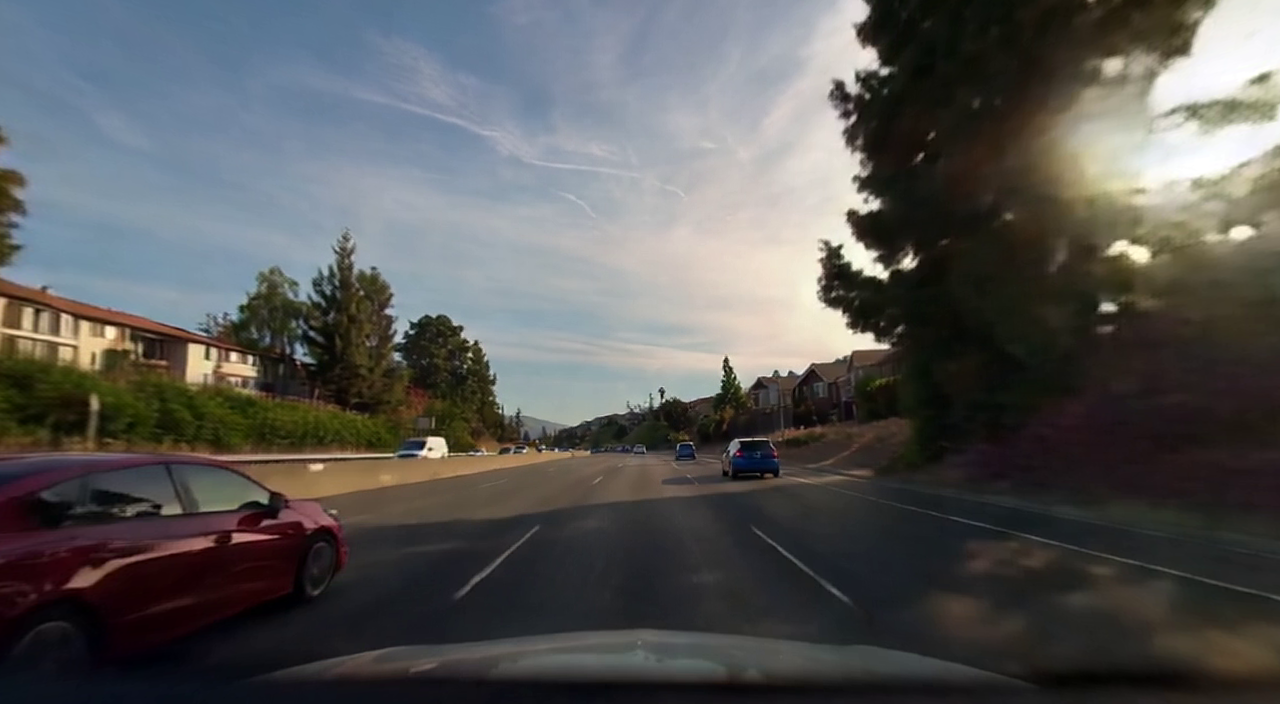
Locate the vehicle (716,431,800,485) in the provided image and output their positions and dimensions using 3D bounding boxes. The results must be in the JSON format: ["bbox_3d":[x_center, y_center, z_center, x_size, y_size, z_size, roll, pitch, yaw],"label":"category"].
[{"bbox_3d":[3.988,3.665,22.063,2.092,1.686,4.188,0,-9,-1],"label":"vehicle"}]

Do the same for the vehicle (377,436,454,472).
[{"bbox_3d":[-11.706,5.355,33.293,2.284,1.760,4.862,0,-9,0],"label":"vehicle"}]

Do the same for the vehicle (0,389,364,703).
[{"bbox_3d":[-3.619,1.073,3.570,2.036,1.528,4.400,0,-9,1],"label":"vehicle"}]
